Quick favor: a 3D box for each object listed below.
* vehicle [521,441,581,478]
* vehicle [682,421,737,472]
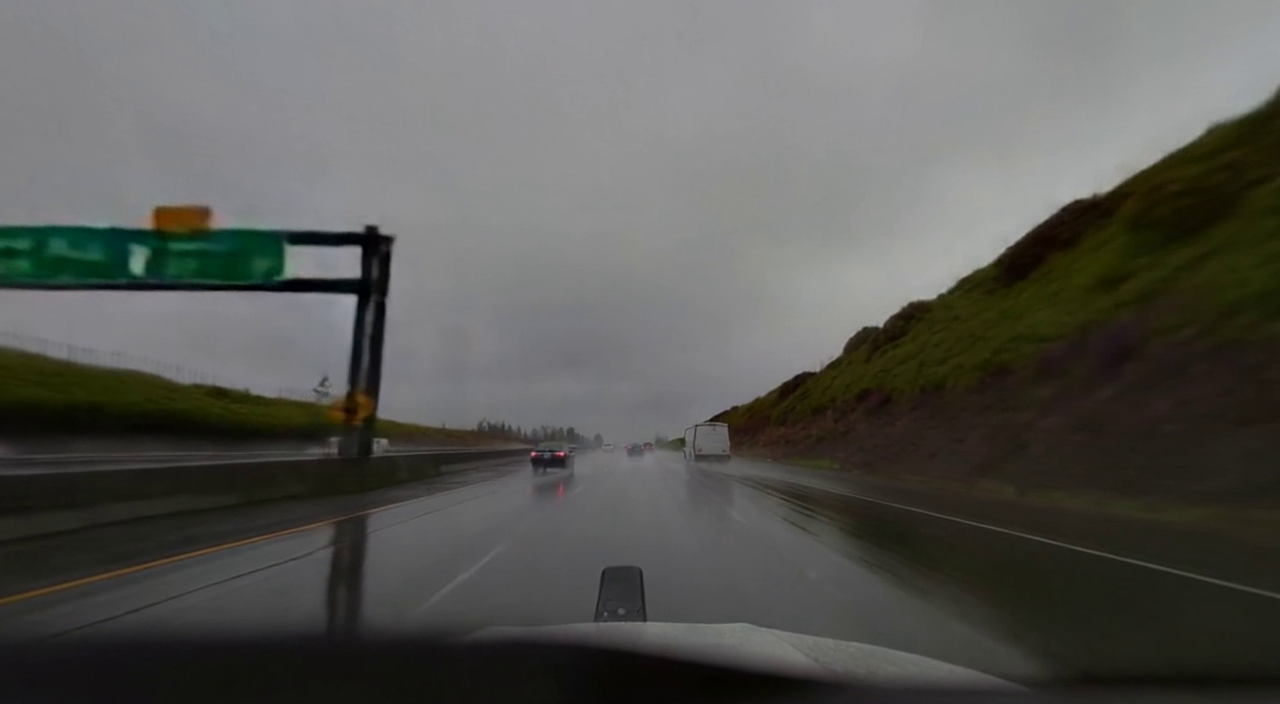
[{"bbox_3d":[-3.936,4.881,28.725,2.054,1.529,4.368,0,-9,1],"label":"vehicle"},{"bbox_3d":[3.852,5.402,36.025,2.361,2.636,5.684,0,-9,-1],"label":"vehicle"}]
